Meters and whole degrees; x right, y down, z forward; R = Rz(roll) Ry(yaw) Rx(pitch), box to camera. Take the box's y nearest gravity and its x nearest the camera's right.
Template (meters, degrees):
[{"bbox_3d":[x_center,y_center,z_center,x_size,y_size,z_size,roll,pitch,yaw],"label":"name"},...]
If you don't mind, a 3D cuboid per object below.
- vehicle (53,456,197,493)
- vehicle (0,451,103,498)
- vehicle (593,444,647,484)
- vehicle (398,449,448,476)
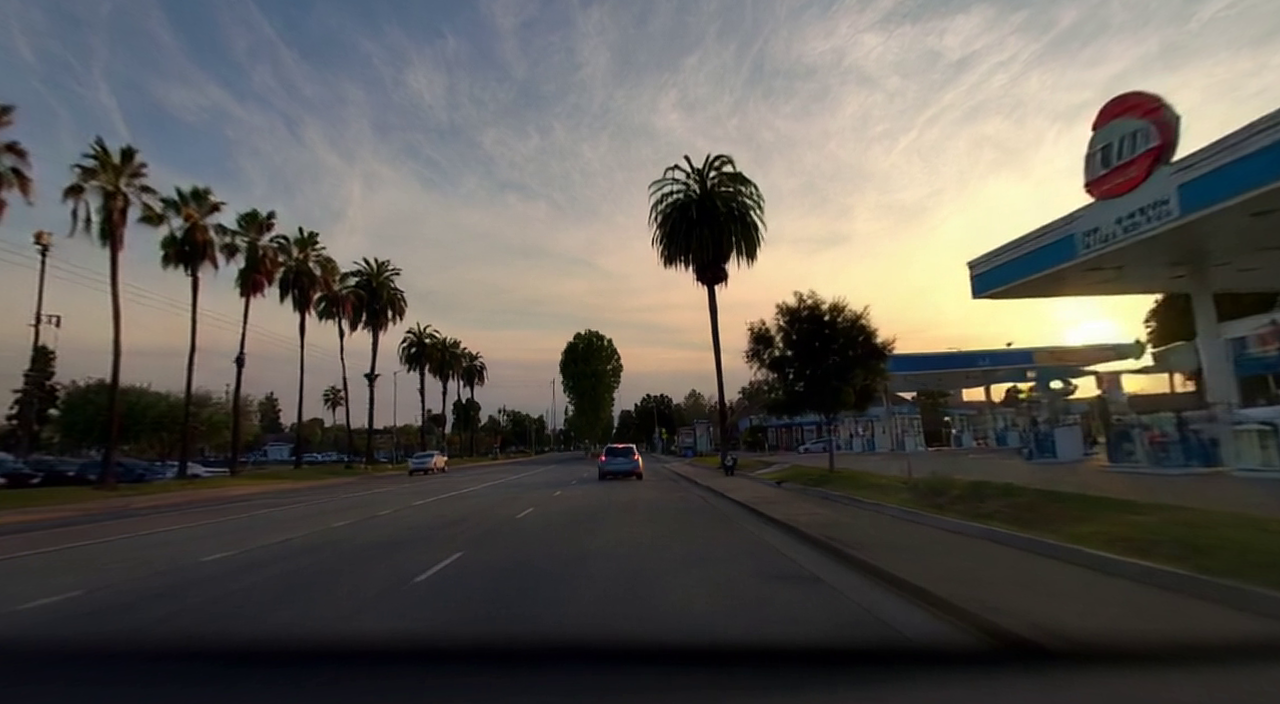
[{"bbox_3d":[-23.498,5.586,28.974,4.601,1.610,2.178,0,-9,-2],"label":"vehicle"},{"bbox_3d":[-23.321,4.645,23.742,4.636,1.532,1.891,-3,-7,1],"label":"vehicle"},{"bbox_3d":[-0.797,4.624,26.450,2.076,1.486,4.119,0,-8,-1],"label":"vehicle"},{"bbox_3d":[-15.114,7.714,44.342,2.026,1.722,4.463,0,-8,-2],"label":"vehicle"}]
